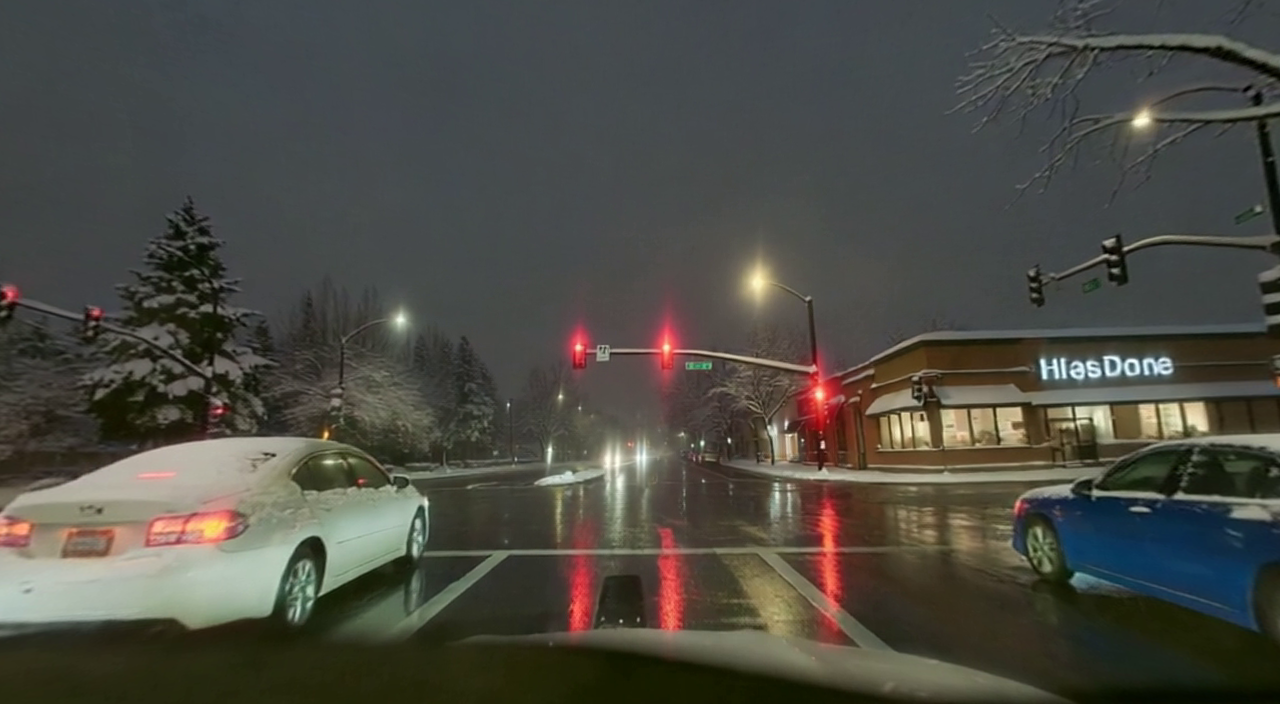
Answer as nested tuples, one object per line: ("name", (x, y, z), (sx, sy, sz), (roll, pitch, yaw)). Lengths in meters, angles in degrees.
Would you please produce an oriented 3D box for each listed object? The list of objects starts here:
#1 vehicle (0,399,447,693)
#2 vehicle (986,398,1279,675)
("vehicle", (-3.443, 1.402, 5.724), (1.947, 1.627, 4.248), (0, -9, 1))
("vehicle", (4.902, 1.260, 4.746), (2.039, 1.655, 4.495), (0, -9, 1))
